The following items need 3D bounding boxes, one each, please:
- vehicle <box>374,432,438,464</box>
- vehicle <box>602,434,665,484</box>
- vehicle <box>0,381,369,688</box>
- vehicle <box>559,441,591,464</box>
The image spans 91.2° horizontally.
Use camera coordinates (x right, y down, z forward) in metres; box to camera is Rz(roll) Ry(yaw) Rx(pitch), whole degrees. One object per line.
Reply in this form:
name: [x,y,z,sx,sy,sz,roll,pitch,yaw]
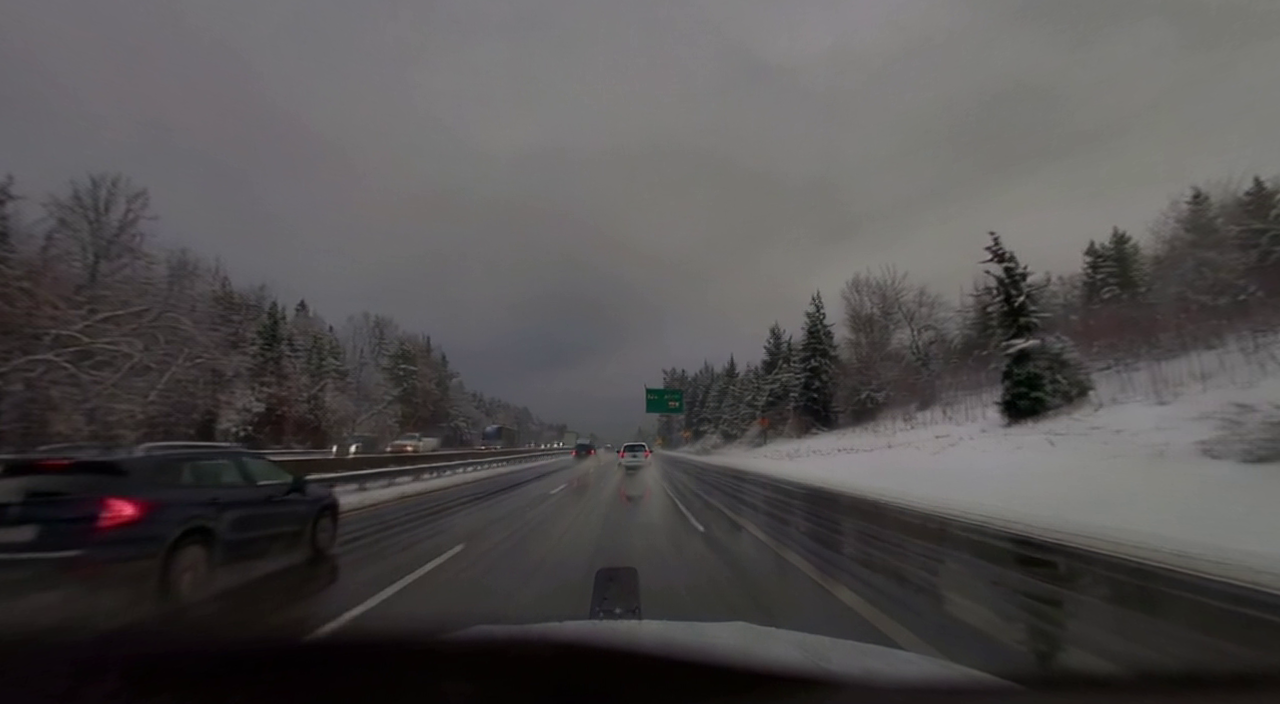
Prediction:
vehicle: [-13.201,5.480,35.658,2.070,1.677,4.321,0,-9,-1]
vehicle: [-0.235,3.940,23.287,2.115,1.661,4.049,0,-9,-1]
vehicle: [-4.359,1.304,5.418,1.931,1.603,4.739,-1,-9,0]
vehicle: [-4.927,7.682,47.947,1.974,1.688,4.727,0,-9,-1]
